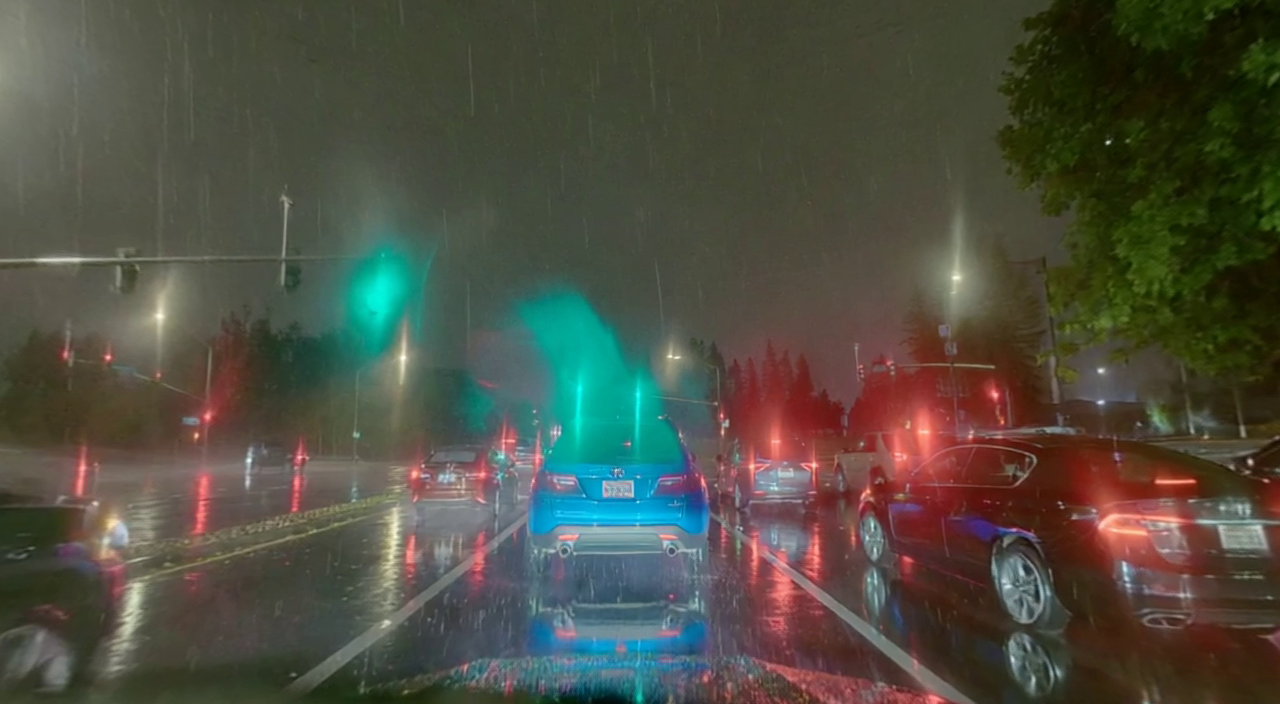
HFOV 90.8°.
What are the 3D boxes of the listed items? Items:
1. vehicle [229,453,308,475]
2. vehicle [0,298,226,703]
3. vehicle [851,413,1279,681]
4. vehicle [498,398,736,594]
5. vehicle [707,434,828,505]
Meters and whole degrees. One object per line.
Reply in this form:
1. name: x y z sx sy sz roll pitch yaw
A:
1. vehicle: -25.241 7.583 42.985 4.468 1.430 1.770 -2 -9 10
2. vehicle: -3.259 0.516 0.712 2.186 1.794 4.972 0 -8 0
3. vehicle: 3.619 1.395 5.694 1.861 1.478 4.185 0 -8 -2
4. vehicle: -0.264 1.559 7.619 2.101 1.707 3.904 0 -8 -2
5. vehicle: 2.982 2.856 15.773 1.950 1.506 4.086 0 -8 -3
